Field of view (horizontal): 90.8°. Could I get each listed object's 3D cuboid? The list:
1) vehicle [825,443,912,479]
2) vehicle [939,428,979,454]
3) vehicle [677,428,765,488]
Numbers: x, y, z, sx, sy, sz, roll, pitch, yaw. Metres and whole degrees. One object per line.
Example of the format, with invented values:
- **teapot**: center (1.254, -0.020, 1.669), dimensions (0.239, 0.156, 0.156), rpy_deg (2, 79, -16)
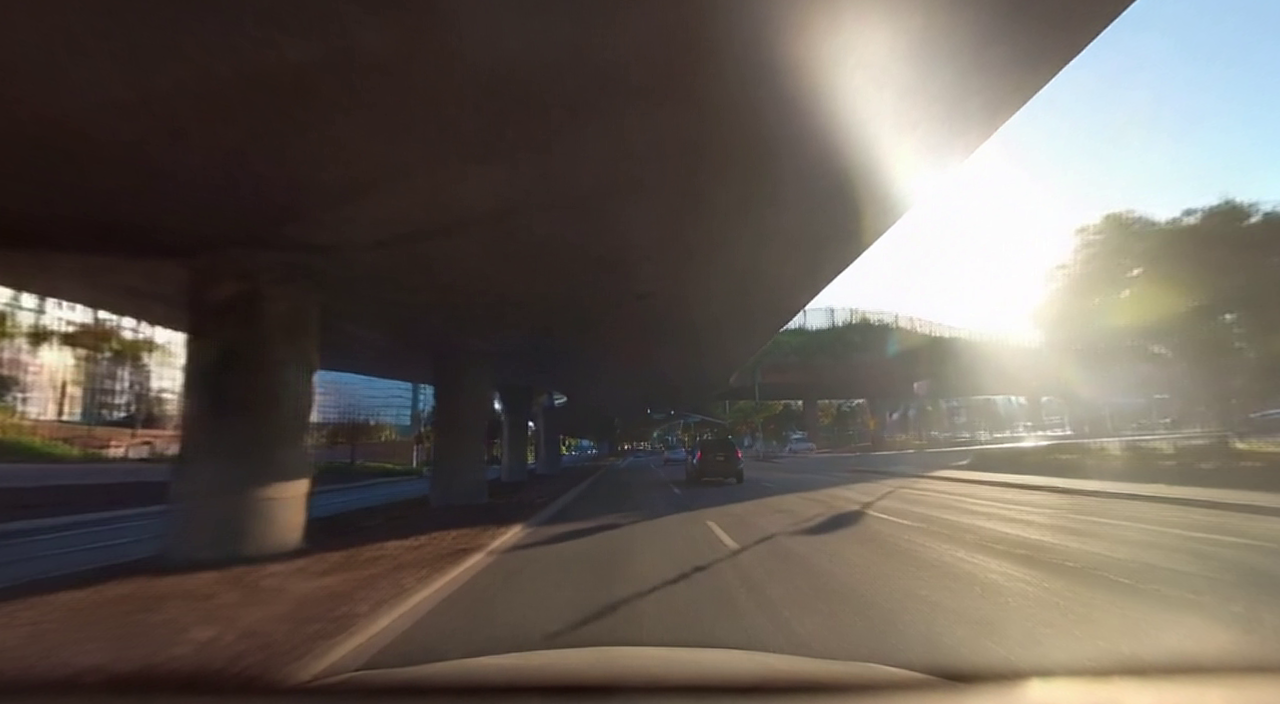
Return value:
- **vehicle**: center (10.130, 4.859, 28.503), dimensions (1.989, 1.472, 5.054), rpy_deg (0, -9, 0)
- **vehicle**: center (23.416, 6.599, 46.306), dimensions (1.974, 1.755, 4.836), rpy_deg (-6, -11, 32)
- **vehicle**: center (2.912, 4.027, 24.232), dimensions (2.559, 2.017, 5.562), rpy_deg (0, -9, 0)
